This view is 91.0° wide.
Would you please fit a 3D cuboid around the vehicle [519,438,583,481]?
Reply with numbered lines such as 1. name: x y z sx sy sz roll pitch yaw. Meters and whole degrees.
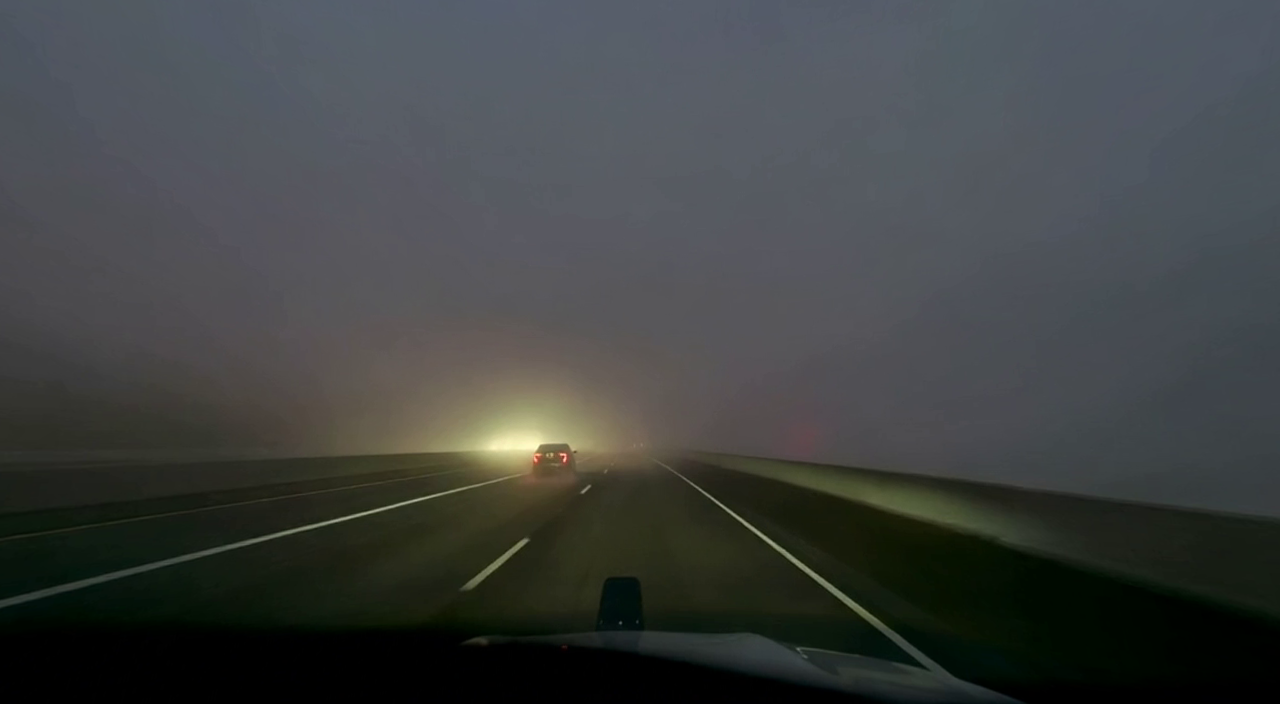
1. vehicle: -3.774 4.656 27.478 2.133 1.683 4.340 1 -9 0
